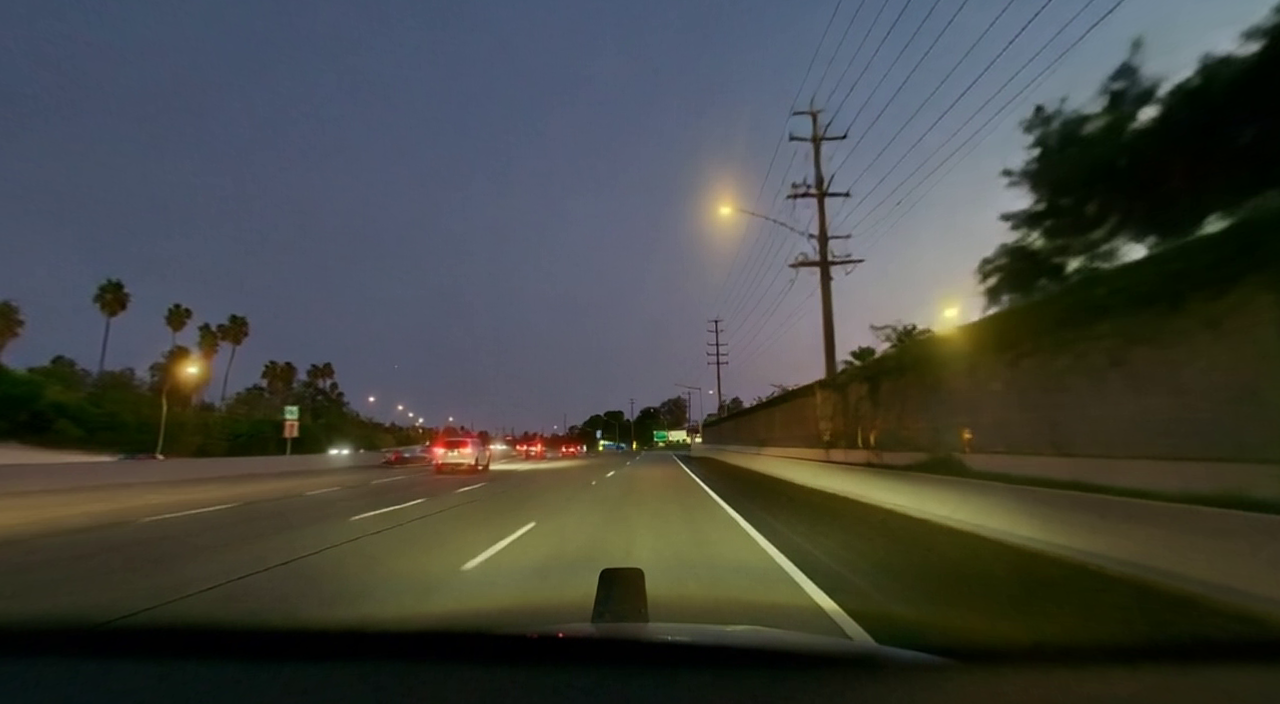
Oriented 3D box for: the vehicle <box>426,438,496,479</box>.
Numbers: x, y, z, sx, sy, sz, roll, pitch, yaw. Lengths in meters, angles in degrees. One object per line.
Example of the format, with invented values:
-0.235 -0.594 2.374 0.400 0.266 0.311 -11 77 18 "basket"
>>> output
-7.603 4.569 27.218 2.029 1.609 3.935 0 -8 -3 "vehicle"
